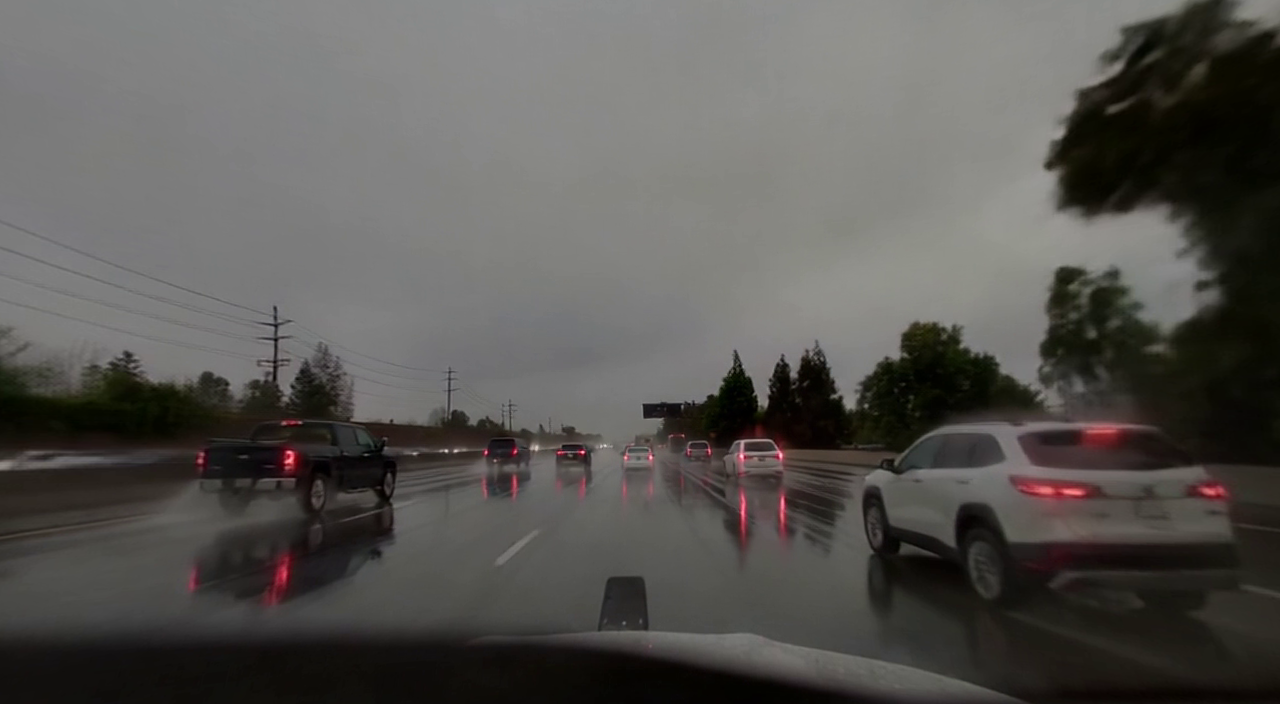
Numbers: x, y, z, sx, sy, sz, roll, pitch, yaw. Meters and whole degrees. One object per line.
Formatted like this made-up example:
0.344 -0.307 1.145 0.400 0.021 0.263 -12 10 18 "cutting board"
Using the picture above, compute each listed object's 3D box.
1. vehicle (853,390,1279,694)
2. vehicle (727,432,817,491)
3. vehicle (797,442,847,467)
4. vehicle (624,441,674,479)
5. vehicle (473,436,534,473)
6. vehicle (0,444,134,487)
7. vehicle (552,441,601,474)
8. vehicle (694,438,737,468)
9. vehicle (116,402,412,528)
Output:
3.643 1.320 5.546 2.051 1.595 4.301 0 -8 1 "vehicle"
4.187 3.531 20.699 2.002 1.691 4.290 0 -8 0 "vehicle"
11.625 6.562 40.553 1.816 1.480 4.468 0 -8 0 "vehicle"
0.350 4.510 26.542 1.966 1.444 3.986 0 -8 0 "vehicle"
-6.653 5.057 31.201 1.978 1.680 4.263 0 -8 1 "vehicle"
-23.844 4.595 26.027 1.956 1.583 4.753 0 -8 1 "vehicle"
-3.003 5.123 30.806 1.904 1.479 4.274 0 -8 1 "vehicle"
4.721 6.353 39.939 2.195 1.778 4.455 0 -8 0 "vehicle"
-6.913 2.182 12.752 2.269 1.936 5.777 -1 -8 2 "vehicle"
